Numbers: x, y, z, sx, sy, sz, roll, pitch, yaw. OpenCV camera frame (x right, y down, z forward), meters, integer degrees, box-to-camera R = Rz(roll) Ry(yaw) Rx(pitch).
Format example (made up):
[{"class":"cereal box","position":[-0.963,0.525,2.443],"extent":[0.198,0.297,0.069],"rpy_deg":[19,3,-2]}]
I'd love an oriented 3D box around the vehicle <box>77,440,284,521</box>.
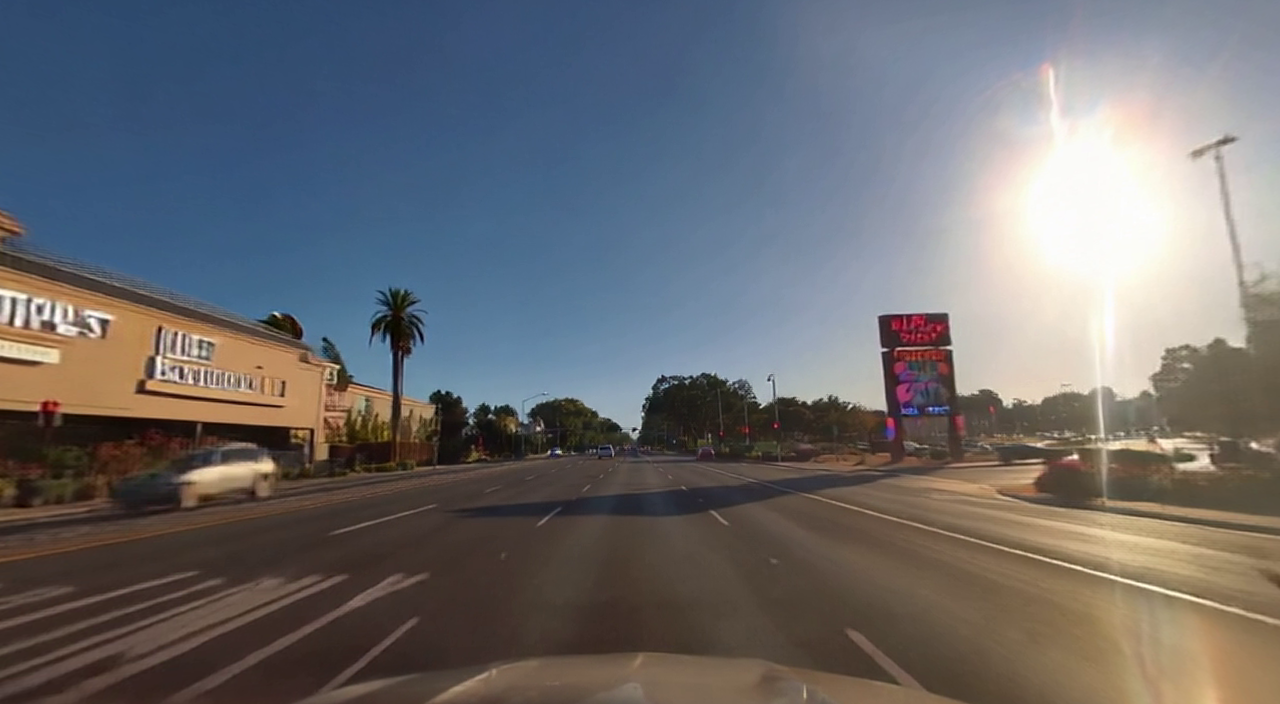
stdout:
[{"class":"vehicle","position":[-12.812,3.565,18.204],"extent":[2.237,1.950,5.039],"rpy_deg":[0,-9,-2]}]

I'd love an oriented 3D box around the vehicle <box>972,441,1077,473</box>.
[{"class":"vehicle","position":[21.545,5.911,35.542],"extent":[4.620,1.475,1.904],"rpy_deg":[-3,-9,-3]}]

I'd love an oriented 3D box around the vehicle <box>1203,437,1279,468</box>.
[{"class":"vehicle","position":[34.648,5.666,35.784],"extent":[3.698,1.478,1.811],"rpy_deg":[-3,-8,-1]}]
